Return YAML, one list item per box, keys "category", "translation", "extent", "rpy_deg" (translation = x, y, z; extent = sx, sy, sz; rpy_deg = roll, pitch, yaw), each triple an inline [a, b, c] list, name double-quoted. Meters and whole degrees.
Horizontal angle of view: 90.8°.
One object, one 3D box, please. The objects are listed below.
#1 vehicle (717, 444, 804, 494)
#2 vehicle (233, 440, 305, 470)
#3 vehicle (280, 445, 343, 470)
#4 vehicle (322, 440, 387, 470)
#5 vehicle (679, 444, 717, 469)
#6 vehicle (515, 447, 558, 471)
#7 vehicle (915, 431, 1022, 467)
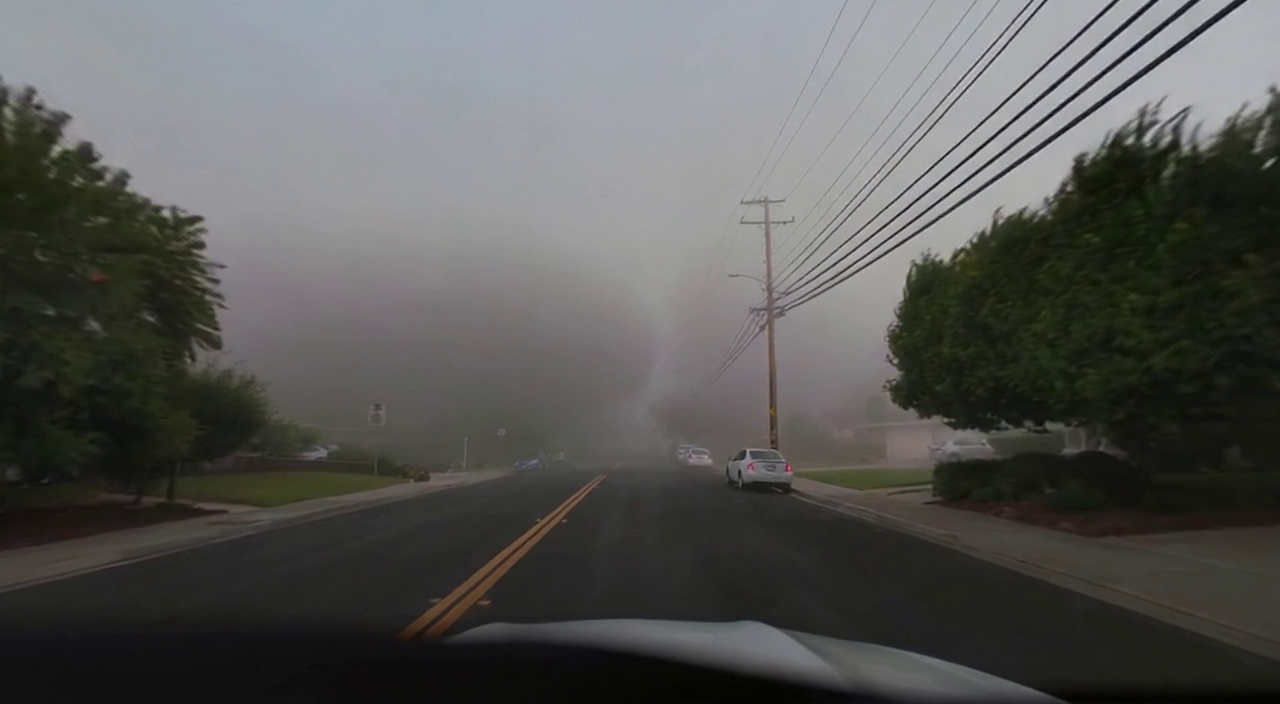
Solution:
- category: "vehicle"
  translation: [3.719, 3.682, 20.239]
  extent: [1.782, 1.439, 4.037]
  rpy_deg: [0, -9, -3]
- category: "vehicle"
  translation: [-23.243, 6.481, 39.783]
  extent: [1.879, 1.761, 4.199]
  rpy_deg: [0, -9, 1]
- category: "vehicle"
  translation: [-20.377, 6.544, 39.375]
  extent: [1.791, 1.500, 3.846]
  rpy_deg: [0, -9, 1]
- category: "vehicle"
  translation: [-17.987, 6.514, 40.049]
  extent: [1.925, 1.750, 4.489]
  rpy_deg: [0, -9, 1]
- category: "vehicle"
  translation: [3.511, 6.432, 38.890]
  extent: [1.763, 1.432, 4.323]
  rpy_deg: [0, -9, -2]
- category: "vehicle"
  translation: [-6.616, 6.886, 40.801]
  extent: [2.031, 1.454, 4.410]
  rpy_deg: [0, -9, -1]
- category: "vehicle"
  translation: [16.718, 4.972, 32.321]
  extent: [4.355, 1.674, 1.914]
  rpy_deg: [-1, -9, 1]
